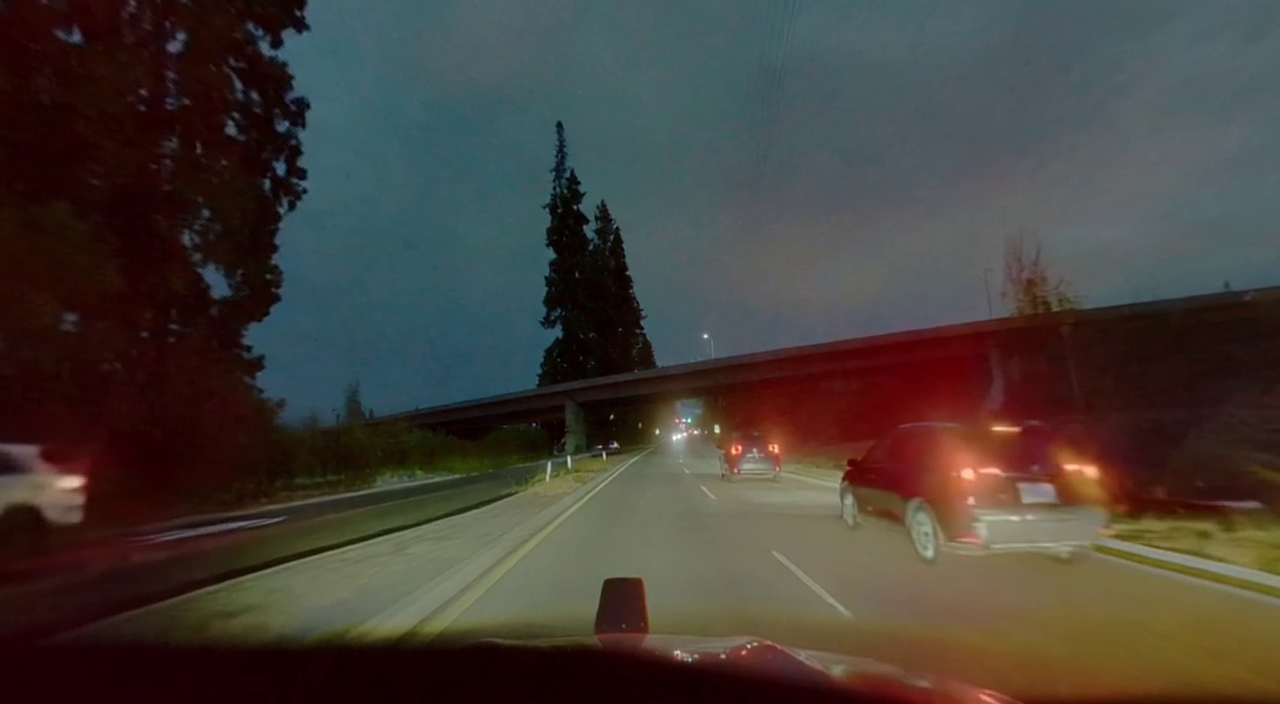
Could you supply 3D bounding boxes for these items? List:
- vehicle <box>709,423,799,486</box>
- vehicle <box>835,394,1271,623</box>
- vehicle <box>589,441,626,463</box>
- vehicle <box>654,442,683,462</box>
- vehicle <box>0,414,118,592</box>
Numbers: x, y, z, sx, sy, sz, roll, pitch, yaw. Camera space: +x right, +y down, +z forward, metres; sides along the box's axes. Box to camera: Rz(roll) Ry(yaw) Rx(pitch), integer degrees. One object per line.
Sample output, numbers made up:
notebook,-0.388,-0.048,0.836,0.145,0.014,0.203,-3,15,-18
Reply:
vehicle,3.866,3.585,22.318,2.273,1.944,4.866,0,-8,0
vehicle,3.782,1.494,6.949,1.938,1.710,4.249,0,-8,1
vehicle,-2.297,7.267,46.070,2.009,1.527,4.119,-1,-8,7
vehicle,2.259,7.811,49.321,2.078,1.506,4.058,-1,-8,5
vehicle,-7.951,1.458,5.693,2.089,1.860,4.704,-1,-8,7
